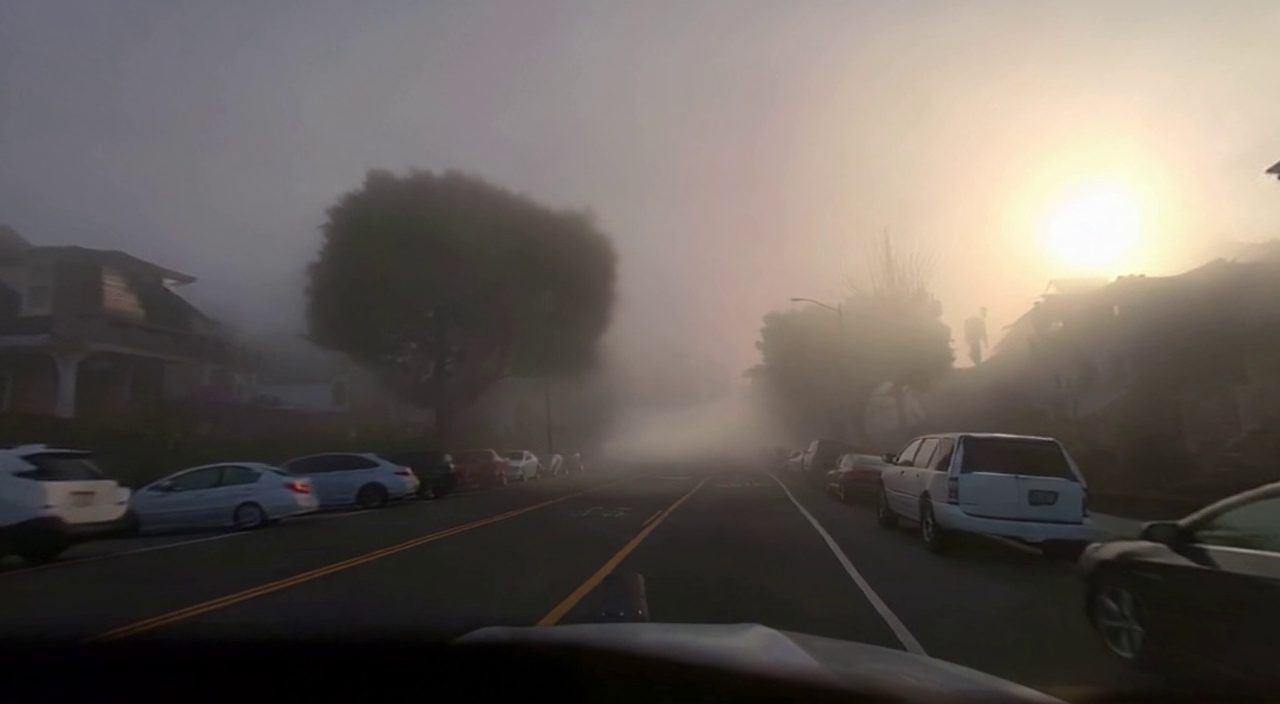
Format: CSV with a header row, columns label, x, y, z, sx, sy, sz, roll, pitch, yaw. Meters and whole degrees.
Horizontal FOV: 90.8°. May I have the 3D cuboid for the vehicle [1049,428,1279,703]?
label,x,y,z,sx,sy,sz,roll,pitch,yaw
vehicle,3.954,1.060,2.750,2.001,1.461,4.492,-2,-8,10

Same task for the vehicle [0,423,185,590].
label,x,y,z,sx,sy,sz,roll,pitch,yaw
vehicle,-8.488,1.788,7.636,4.273,1.772,1.995,1,-8,-9

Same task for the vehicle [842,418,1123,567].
label,x,y,z,sx,sy,sz,roll,pitch,yaw
vehicle,4.611,1.928,9.463,2.016,1.670,4.372,-1,-8,5
